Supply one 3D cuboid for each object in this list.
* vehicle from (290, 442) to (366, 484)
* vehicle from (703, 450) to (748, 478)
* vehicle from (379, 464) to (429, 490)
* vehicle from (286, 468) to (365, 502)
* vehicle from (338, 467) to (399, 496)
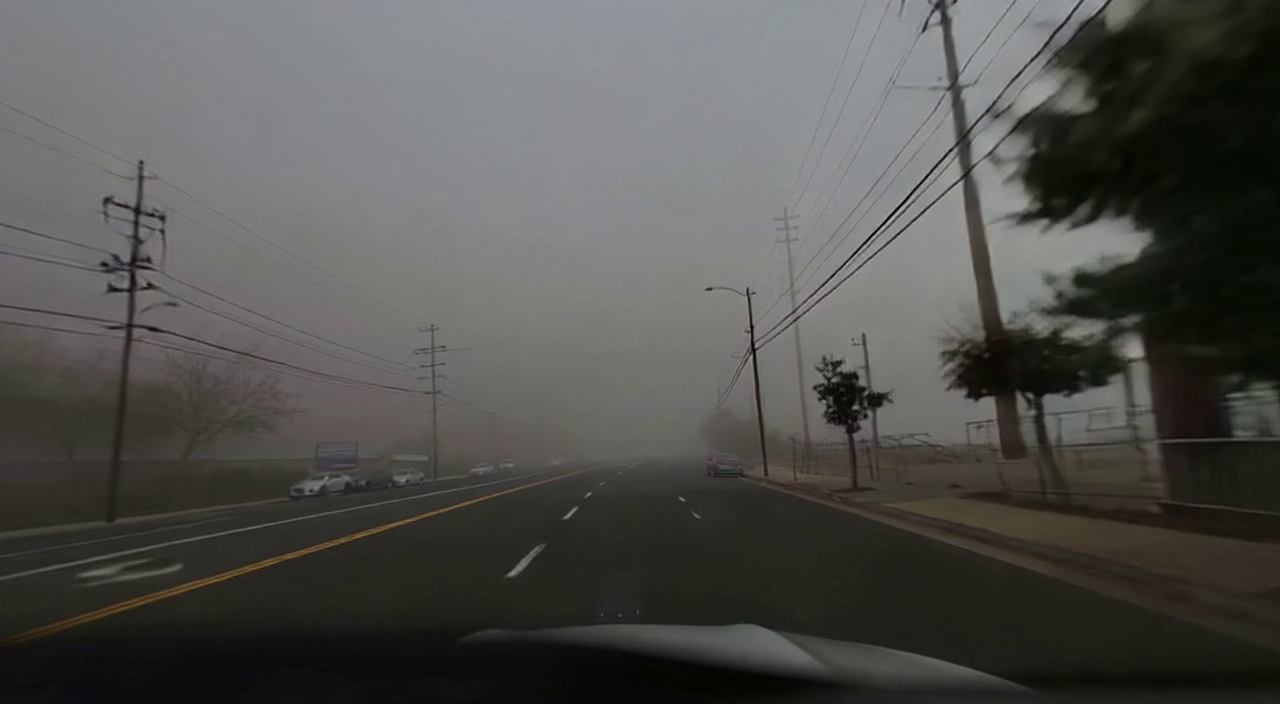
[{"bbox_3d":[-24.313,8.678,49.441,4.857,2.616,2.616,-3,-10,-16],"label":"vehicle"},{"bbox_3d":[4.830,6.405,36.400,2.002,1.459,4.357,-1,-8,0],"label":"vehicle"},{"bbox_3d":[-16.912,8.959,45.497,1.852,1.551,4.276,-6,-10,0],"label":"vehicle"},{"bbox_3d":[-17.065,7.222,34.591,1.892,1.515,4.622,-6,-10,1],"label":"vehicle"},{"bbox_3d":[-17.020,8.106,39.900,1.845,1.450,4.457,-6,-10,-1],"label":"vehicle"}]
